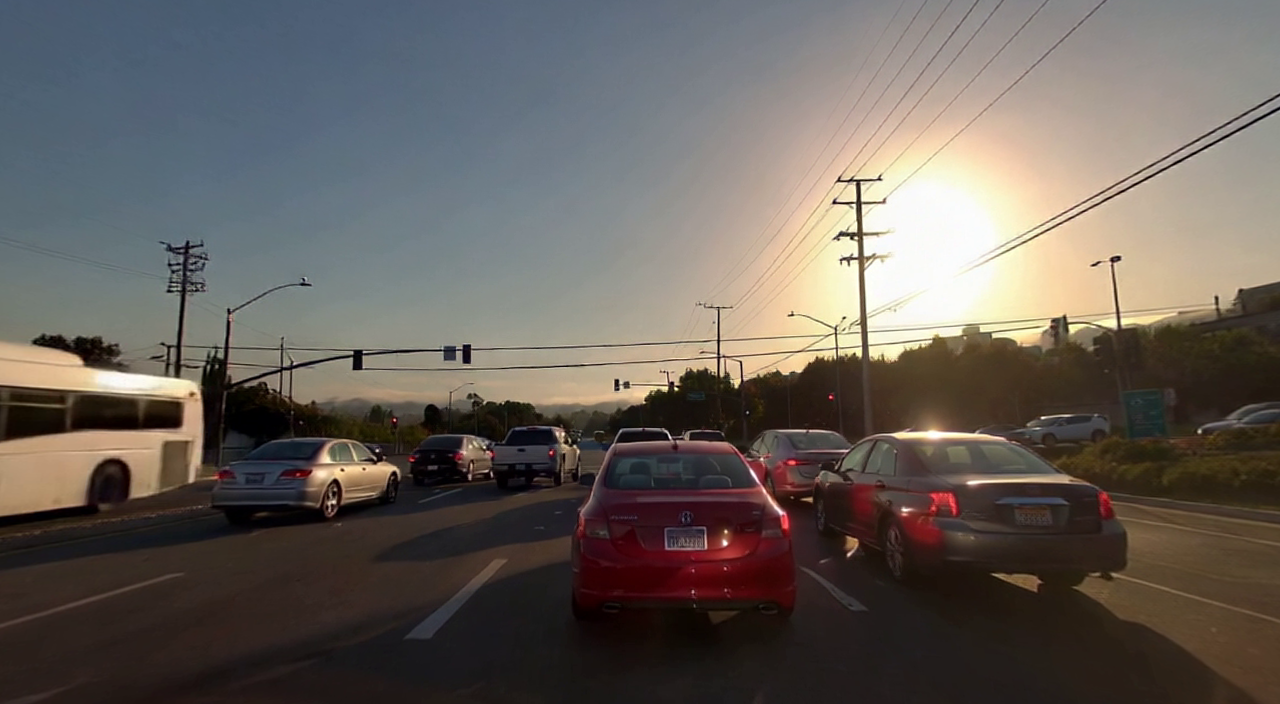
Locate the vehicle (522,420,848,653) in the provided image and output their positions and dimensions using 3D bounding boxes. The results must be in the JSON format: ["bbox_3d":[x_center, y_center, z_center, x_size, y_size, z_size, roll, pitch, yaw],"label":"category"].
[{"bbox_3d":[0.289,1.493,6.155,2.109,1.483,3.964,0,-8,0],"label":"vehicle"}]

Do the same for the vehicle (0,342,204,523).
[{"bbox_3d":[-13.806,1.435,11.227,3.005,3.443,12.583,-1,-8,1],"label":"vehicle"}]

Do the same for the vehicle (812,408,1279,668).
[{"bbox_3d":[3.140,1.407,5.877,1.870,1.523,4.096,0,-8,0],"label":"vehicle"}]

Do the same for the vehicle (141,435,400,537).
[{"bbox_3d":[-6.394,2.335,11.748,1.955,1.497,4.639,-1,-8,1],"label":"vehicle"}]

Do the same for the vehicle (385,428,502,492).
[{"bbox_3d":[-6.255,3.514,20.894,2.070,1.824,5.196,-1,-8,2],"label":"vehicle"}]
